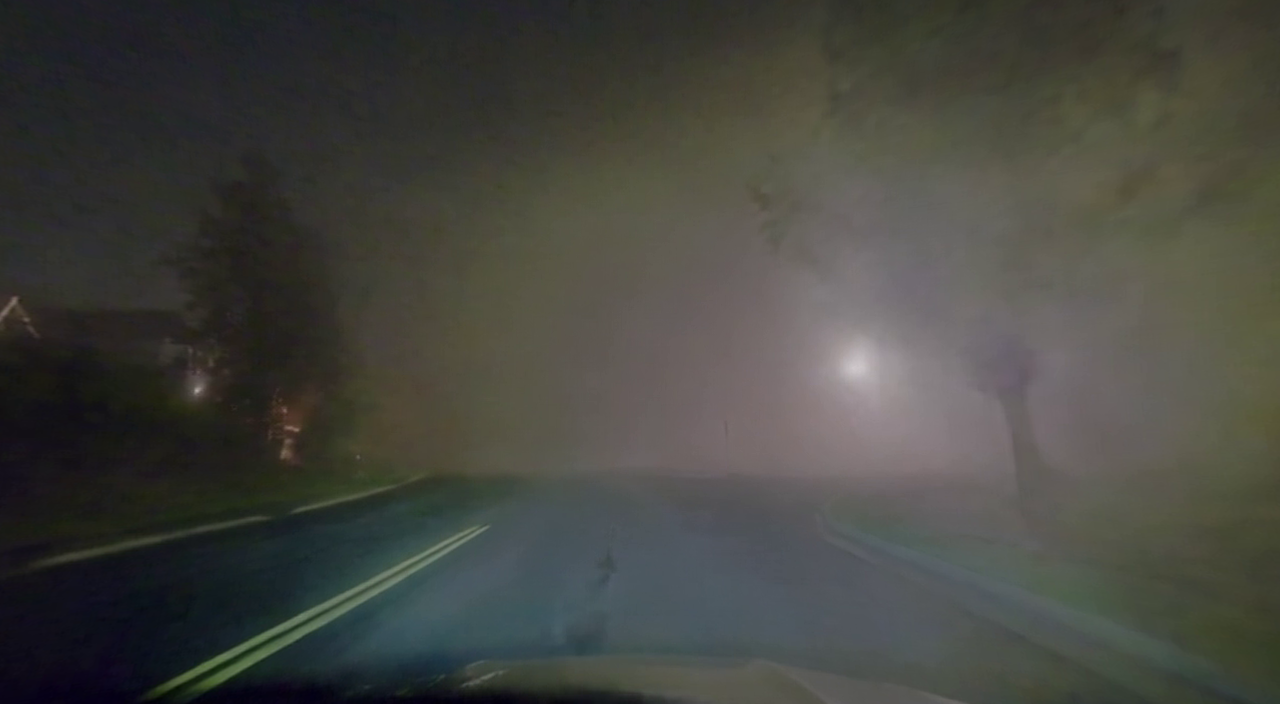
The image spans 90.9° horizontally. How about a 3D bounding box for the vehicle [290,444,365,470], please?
[{"bbox_3d":[-23.589,7.936,47.637,4.562,1.857,2.129,-1,-9,9],"label":"vehicle"}]
